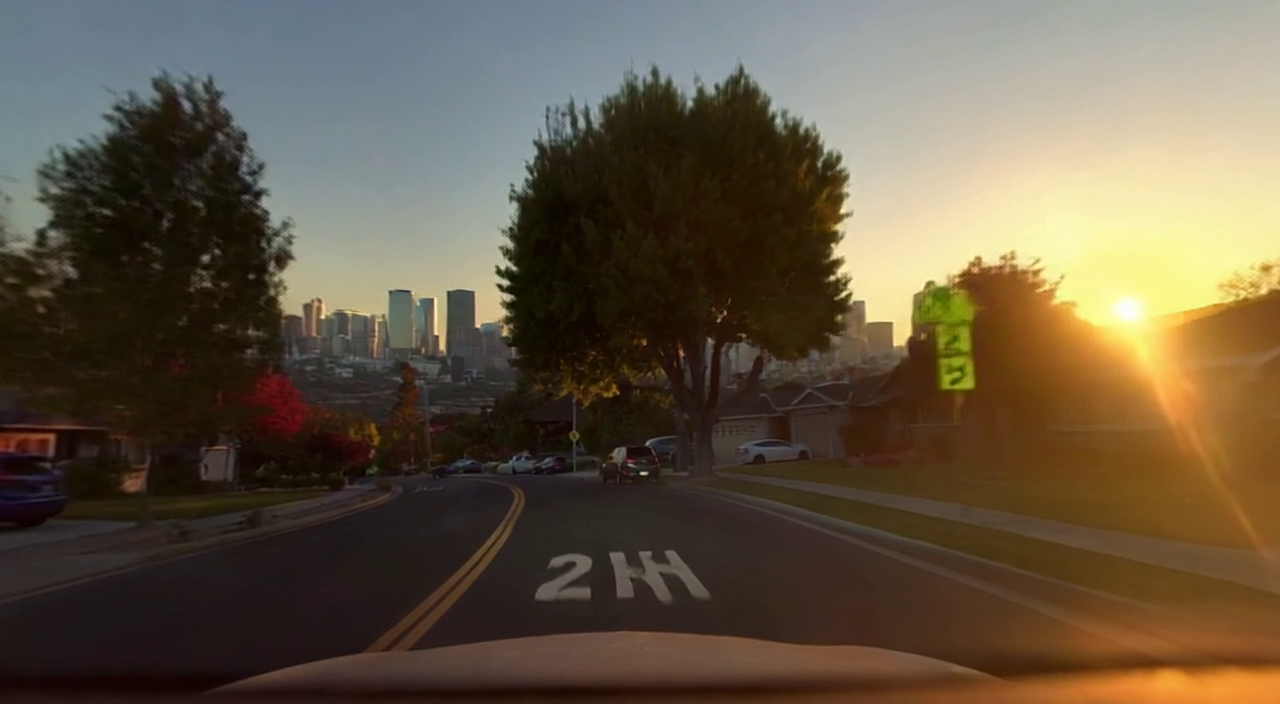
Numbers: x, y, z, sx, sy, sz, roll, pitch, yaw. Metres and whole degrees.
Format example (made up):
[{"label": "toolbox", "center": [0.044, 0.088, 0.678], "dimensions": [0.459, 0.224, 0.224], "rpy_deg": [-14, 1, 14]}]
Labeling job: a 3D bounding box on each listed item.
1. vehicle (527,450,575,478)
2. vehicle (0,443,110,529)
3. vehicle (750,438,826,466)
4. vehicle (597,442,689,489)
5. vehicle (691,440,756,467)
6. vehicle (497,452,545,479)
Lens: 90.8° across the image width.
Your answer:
[{"label": "vehicle", "center": [-5.898, 7.318, 41.439], "dimensions": [1.965, 1.663, 4.744], "rpy_deg": [3, -9, -22]}, {"label": "vehicle", "center": [-13.736, 2.610, 12.337], "dimensions": [4.664, 1.580, 1.973], "rpy_deg": [2, -9, -18]}, {"label": "vehicle", "center": [8.500, 5.691, 36.084], "dimensions": [4.253, 1.458, 1.900], "rpy_deg": [6, -11, -37]}, {"label": "vehicle", "center": [-0.059, 4.091, 23.201], "dimensions": [2.181, 1.494, 5.023], "rpy_deg": [1, -9, -14]}, {"label": "vehicle", "center": [5.332, 6.398, 40.142], "dimensions": [4.157, 1.431, 1.753], "rpy_deg": [4, -8, -41]}, {"label": "vehicle", "center": [-9.170, 8.601, 48.223], "dimensions": [2.180, 1.849, 5.423], "rpy_deg": [4, -9, -26]}]
